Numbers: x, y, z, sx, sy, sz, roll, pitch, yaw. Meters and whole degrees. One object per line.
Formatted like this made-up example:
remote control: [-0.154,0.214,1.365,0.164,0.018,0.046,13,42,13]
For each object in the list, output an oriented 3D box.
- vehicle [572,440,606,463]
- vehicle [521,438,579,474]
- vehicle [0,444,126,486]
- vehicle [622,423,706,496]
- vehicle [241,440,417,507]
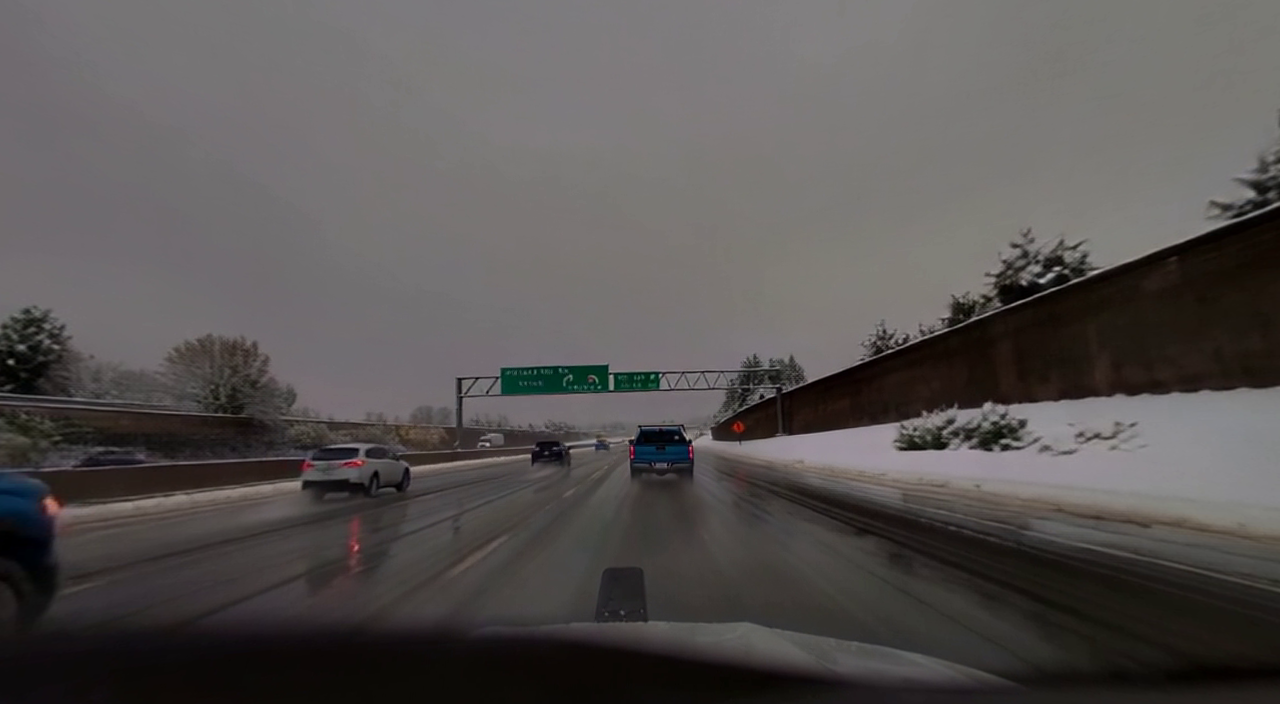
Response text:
vehicle: [-3.719,7.329,46.401,2.061,1.584,4.290,0,-8,1]
vehicle: [-4.228,4.966,30.322,1.961,1.591,4.756,0,-8,1]
vehicle: [-21.256,4.122,23.328,1.536,1.400,3.422,-1,-8,0]
vehicle: [0.577,3.021,18.118,2.083,1.792,4.782,0,-8,0]
vehicle: [-7.748,3.052,16.385,2.081,1.463,4.749,0,-8,1]
